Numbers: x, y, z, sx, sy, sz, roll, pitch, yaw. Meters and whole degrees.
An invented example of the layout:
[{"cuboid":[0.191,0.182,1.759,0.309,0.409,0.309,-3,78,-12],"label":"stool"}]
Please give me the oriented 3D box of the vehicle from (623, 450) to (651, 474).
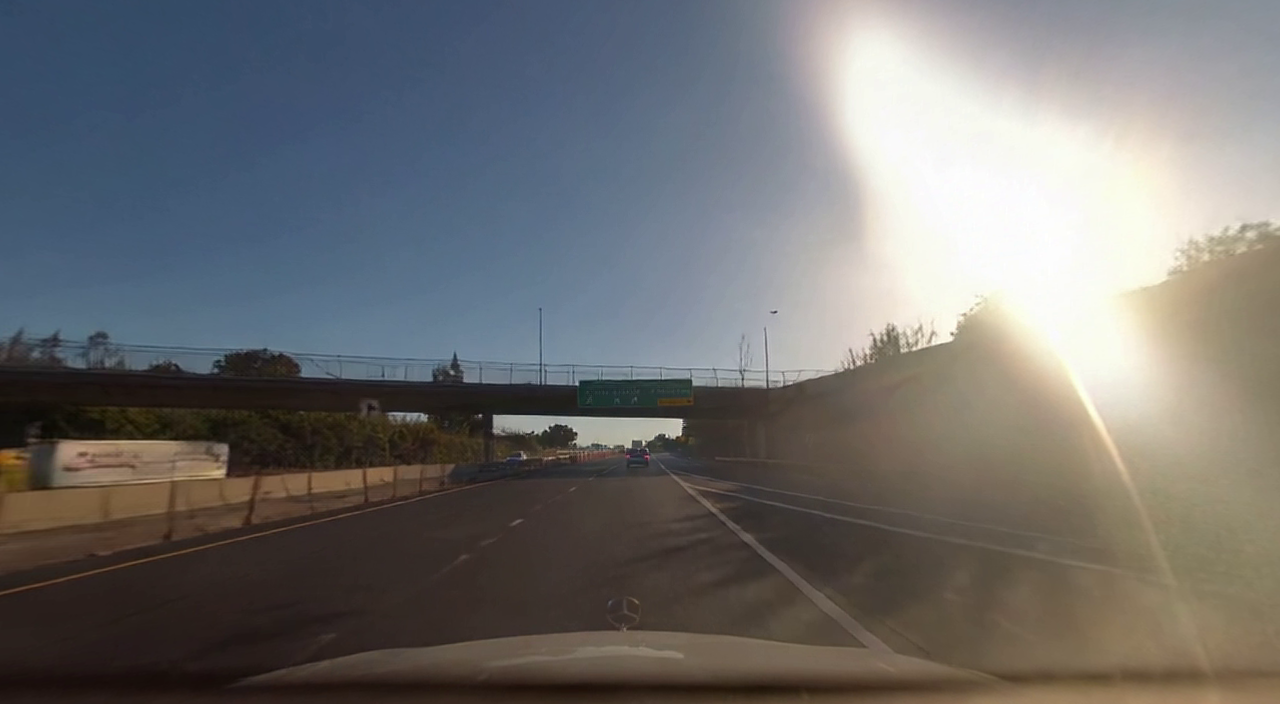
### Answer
[{"cuboid":[-0.174,6.949,39.894,1.695,1.437,3.506,0,-9,1],"label":"vehicle"}]
